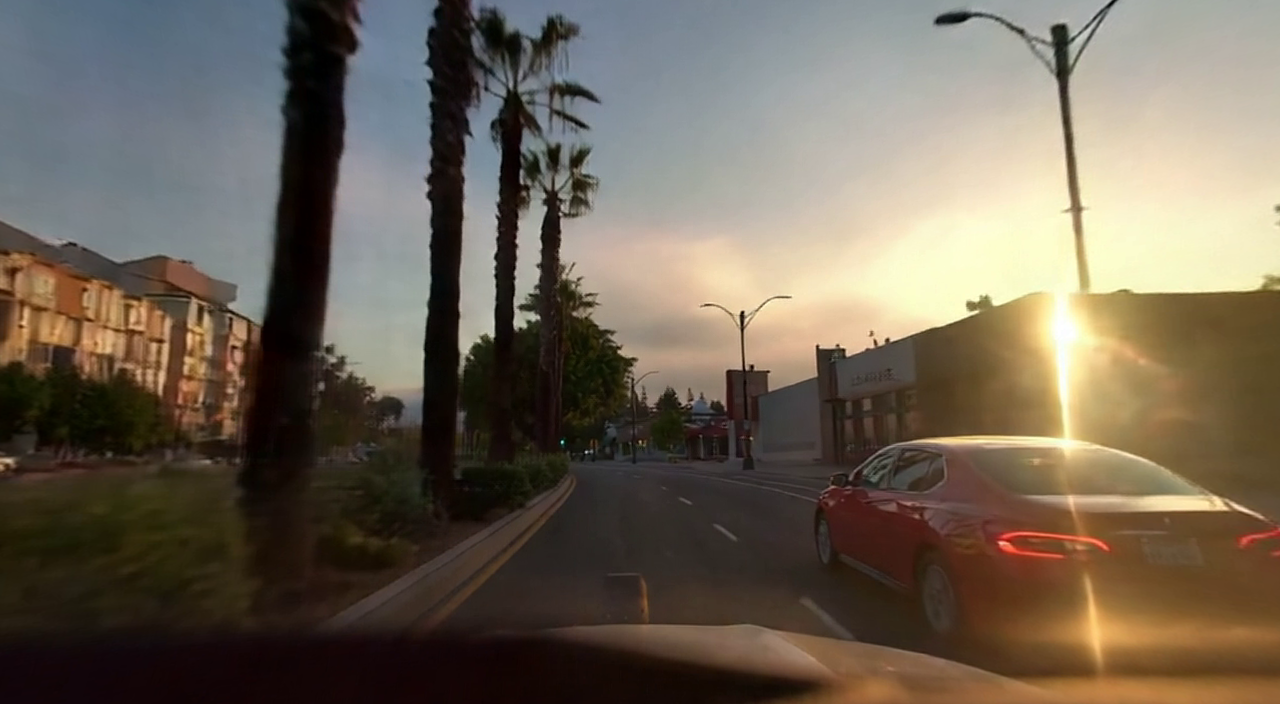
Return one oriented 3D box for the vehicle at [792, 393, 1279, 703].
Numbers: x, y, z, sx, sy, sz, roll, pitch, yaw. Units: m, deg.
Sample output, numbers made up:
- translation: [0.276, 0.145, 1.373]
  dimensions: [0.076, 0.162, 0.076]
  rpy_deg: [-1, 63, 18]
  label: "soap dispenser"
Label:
- translation: [2.816, 1.326, 5.392]
  dimensions: [1.867, 1.554, 4.301]
  rpy_deg: [-1, -9, -1]
  label: "vehicle"
